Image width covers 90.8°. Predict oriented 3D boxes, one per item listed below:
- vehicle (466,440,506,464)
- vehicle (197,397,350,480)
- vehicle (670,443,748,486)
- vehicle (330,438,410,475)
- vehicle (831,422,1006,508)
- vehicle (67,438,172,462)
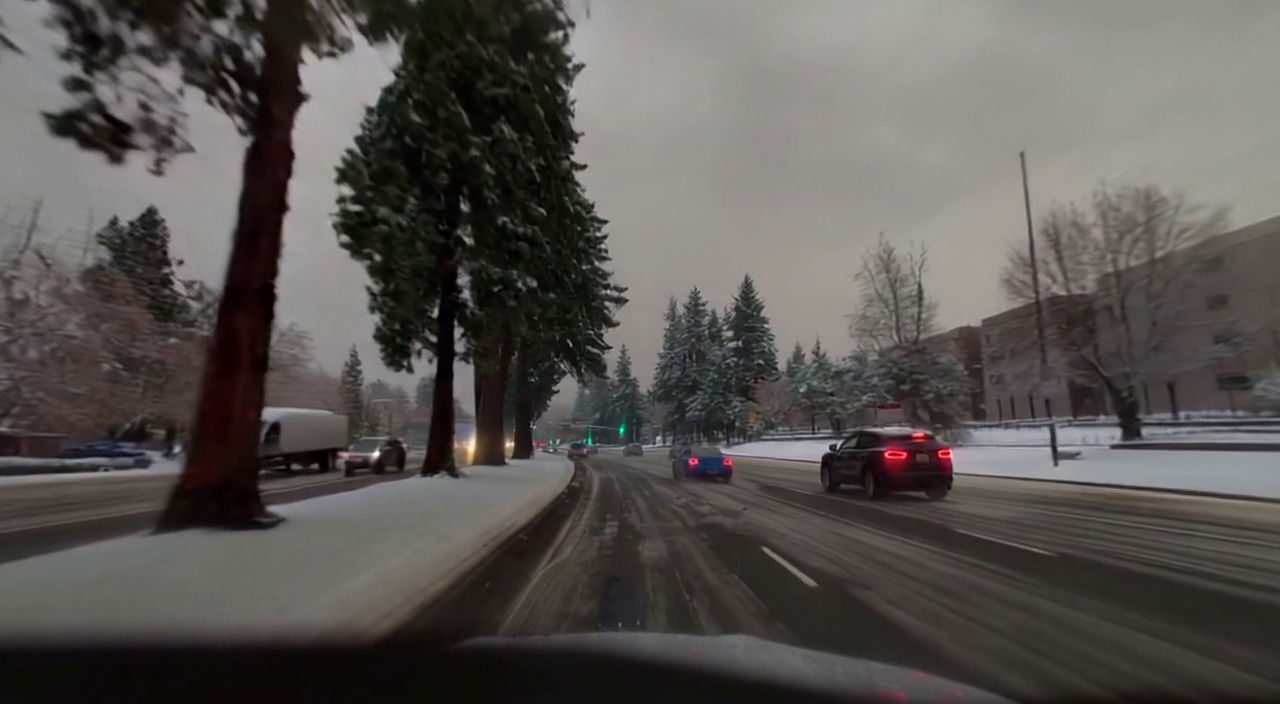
[{"bbox_3d":[-10.287,6.731,42.500,2.056,1.506,4.616,1,-9,-6],"label":"vehicle"},{"bbox_3d":[-15.508,3.789,27.509,2.989,3.150,6.793,1,-8,-5],"label":"vehicle"},{"bbox_3d":[2.333,3.954,22.541,1.990,1.347,4.388,1,-8,-4],"label":"vehicle"},{"bbox_3d":[-12.038,4.685,28.497,1.965,1.514,4.404,1,-8,-5],"label":"vehicle"},{"bbox_3d":[6.327,2.622,15.059,1.987,1.730,4.373,0,-8,-3],"label":"vehicle"},{"bbox_3d":[-38.897,7.354,47.324,5.666,1.704,2.210,0,-8,-4],"label":"vehicle"}]
